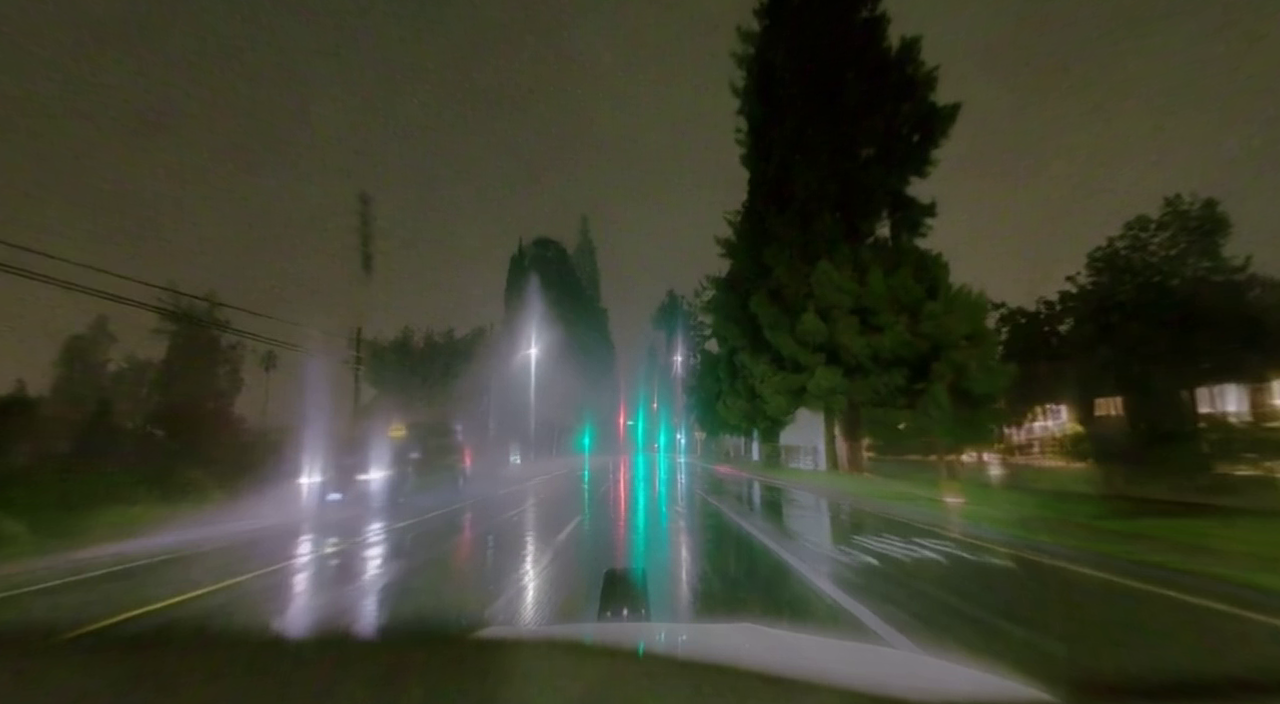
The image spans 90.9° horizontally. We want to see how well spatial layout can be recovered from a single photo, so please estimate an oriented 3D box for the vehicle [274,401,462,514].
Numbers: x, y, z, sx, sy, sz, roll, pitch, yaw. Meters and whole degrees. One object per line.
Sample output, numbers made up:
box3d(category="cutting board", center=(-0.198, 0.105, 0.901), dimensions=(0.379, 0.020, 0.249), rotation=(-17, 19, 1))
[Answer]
box3d(category="vehicle", center=(-8.856, 3.592, 22.021), dimensions=(2.757, 3.141, 8.316), rotation=(0, -9, 1))
